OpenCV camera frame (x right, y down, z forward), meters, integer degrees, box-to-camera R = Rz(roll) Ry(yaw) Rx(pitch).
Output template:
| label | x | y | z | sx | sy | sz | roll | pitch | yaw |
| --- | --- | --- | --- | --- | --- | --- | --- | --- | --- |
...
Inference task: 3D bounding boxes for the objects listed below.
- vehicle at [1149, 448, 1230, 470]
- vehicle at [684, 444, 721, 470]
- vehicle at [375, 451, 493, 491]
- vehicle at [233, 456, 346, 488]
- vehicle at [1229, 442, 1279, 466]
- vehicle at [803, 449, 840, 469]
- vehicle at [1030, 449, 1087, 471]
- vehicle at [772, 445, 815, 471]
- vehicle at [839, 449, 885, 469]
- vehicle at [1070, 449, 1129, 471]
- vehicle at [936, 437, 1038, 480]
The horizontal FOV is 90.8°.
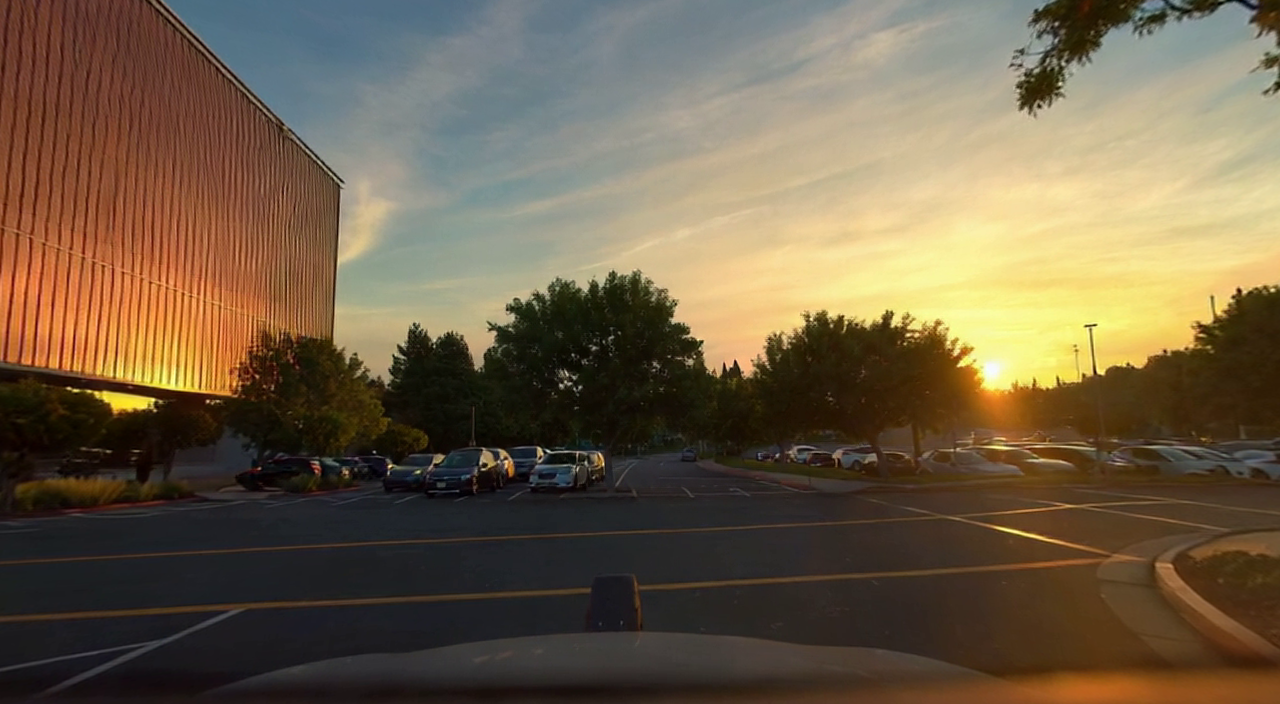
| label | x | y | z | sx | sy | sz | roll | pitch | yaw |
| --- | --- | --- | --- | --- | --- | --- | --- | --- | --- |
| vehicle | 37.014 | 7.213 | 42.714 | 1.678 | 1.423 | 4.191 | 0 | -9 | 0 |
| vehicle | 4.597 | 7.784 | 47.120 | 2.262 | 1.794 | 5.331 | 0 | -8 | 1 |
| vehicle | -8.698 | 4.978 | 26.770 | 4.442 | 1.504 | 1.809 | 5 | -10 | -28 |
| vehicle | -16.694 | 5.702 | 30.224 | 4.331 | 1.437 | 1.876 | 0 | -8 | 3 |
| vehicle | 43.053 | 6.919 | 42.947 | 1.758 | 1.572 | 4.421 | 0 | -8 | 1 |
| vehicle | 14.168 | 8.341 | 49.512 | 1.935 | 1.477 | 3.719 | 0 | -9 | 3 |
| vehicle | 28.350 | 7.321 | 42.901 | 1.495 | 1.371 | 3.336 | -1 | -9 | 0 |
| vehicle | 10.532 | 7.269 | 43.550 | 1.936 | 1.673 | 4.305 | 0 | -8 | 1 |
| vehicle | 17.094 | 8.251 | 48.870 | 1.971 | 1.478 | 4.477 | 0 | -8 | 1 |
| vehicle | 31.334 | 7.372 | 43.201 | 1.519 | 1.371 | 3.278 | 0 | -8 | 0 |
| vehicle | 16.471 | 5.063 | 30.355 | 2.048 | 1.852 | 4.998 | 0 | -9 | 0 |
